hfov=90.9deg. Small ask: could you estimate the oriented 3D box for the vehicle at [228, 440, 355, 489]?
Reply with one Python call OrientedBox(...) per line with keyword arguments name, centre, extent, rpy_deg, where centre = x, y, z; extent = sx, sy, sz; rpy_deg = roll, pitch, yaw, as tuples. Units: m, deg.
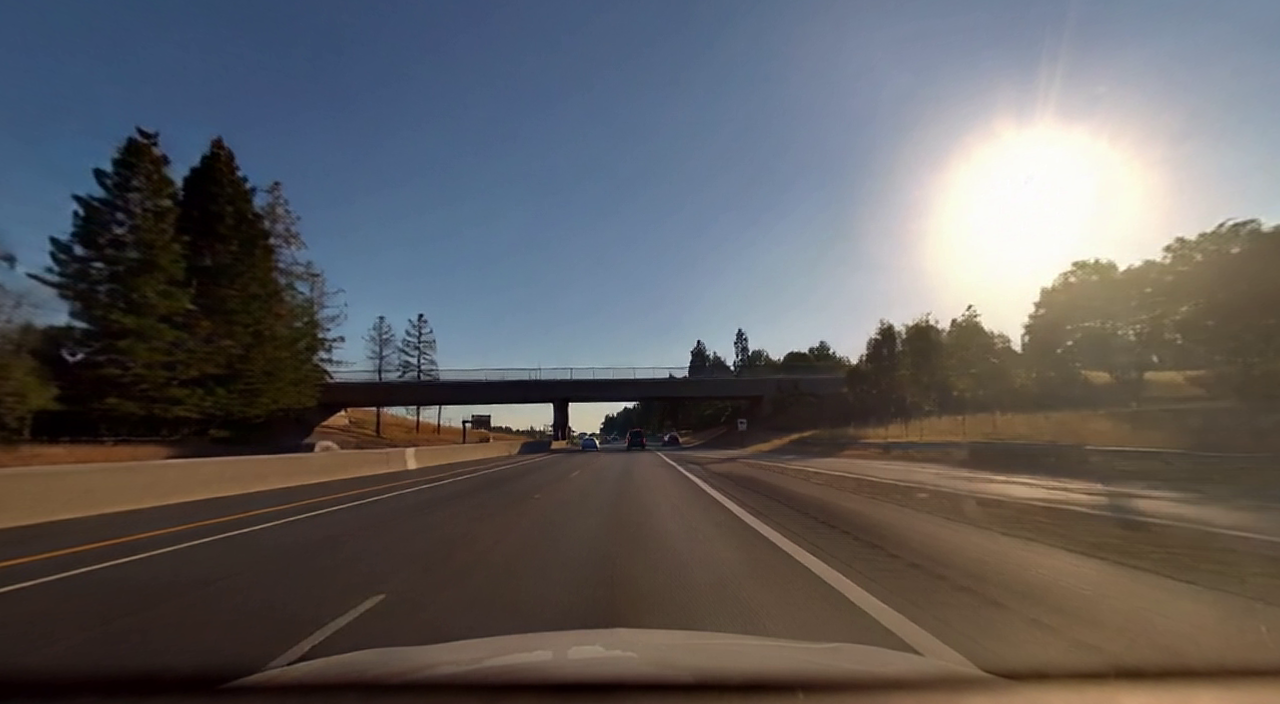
OrientedBox(name="vehicle", centre=(-12.466, 4.010, 22.956), extent=(1.952, 1.542, 4.672), rpy_deg=(0, -8, 0))
